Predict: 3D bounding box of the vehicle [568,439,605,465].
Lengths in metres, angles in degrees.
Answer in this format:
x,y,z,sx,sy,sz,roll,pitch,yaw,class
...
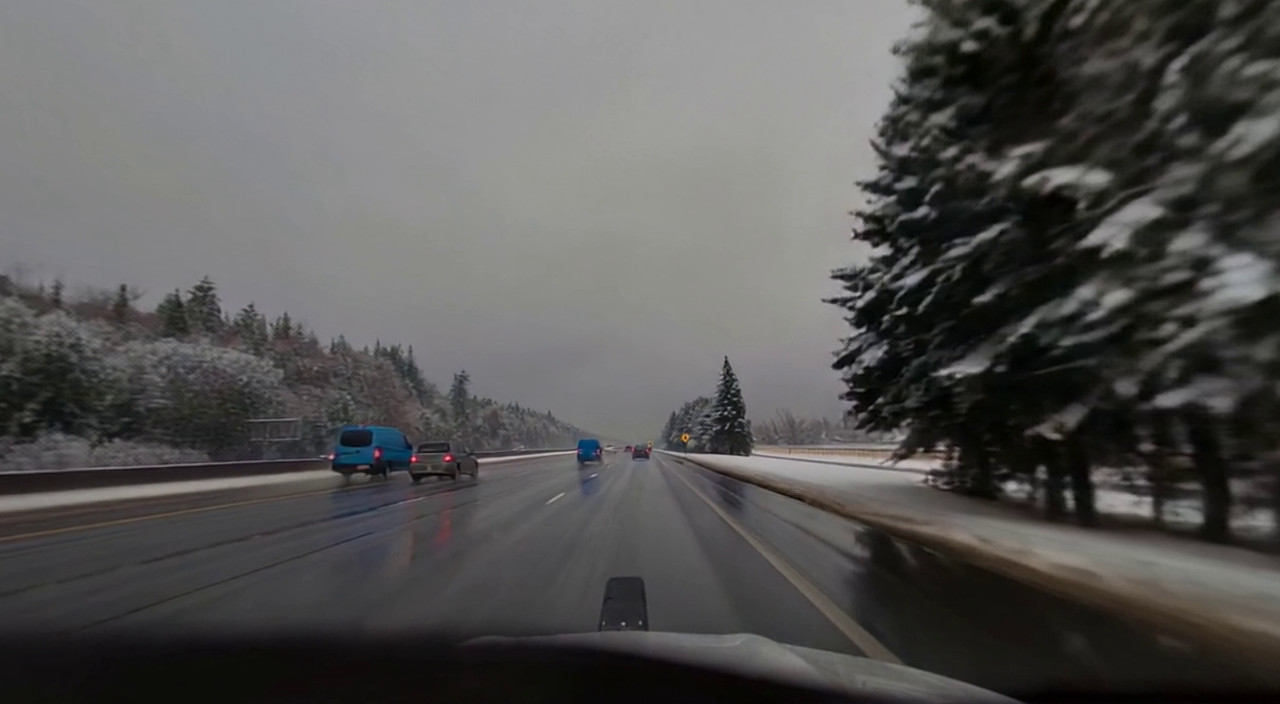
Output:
x,y,z,sx,sy,sz,roll,pitch,yaw,class
-4.049,7.663,48.525,2.313,1.852,4.775,0,-8,2,vehicle

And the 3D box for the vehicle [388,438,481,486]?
x,y,z,sx,sy,sz,roll,pitch,yaw,class
-7.470,4.030,23.354,2.014,1.598,4.015,0,-8,1,vehicle

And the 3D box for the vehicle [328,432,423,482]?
x,y,z,sx,sy,sz,roll,pitch,yaw,class
-10.907,4.363,26.433,1.977,1.870,4.525,0,-8,0,vehicle
